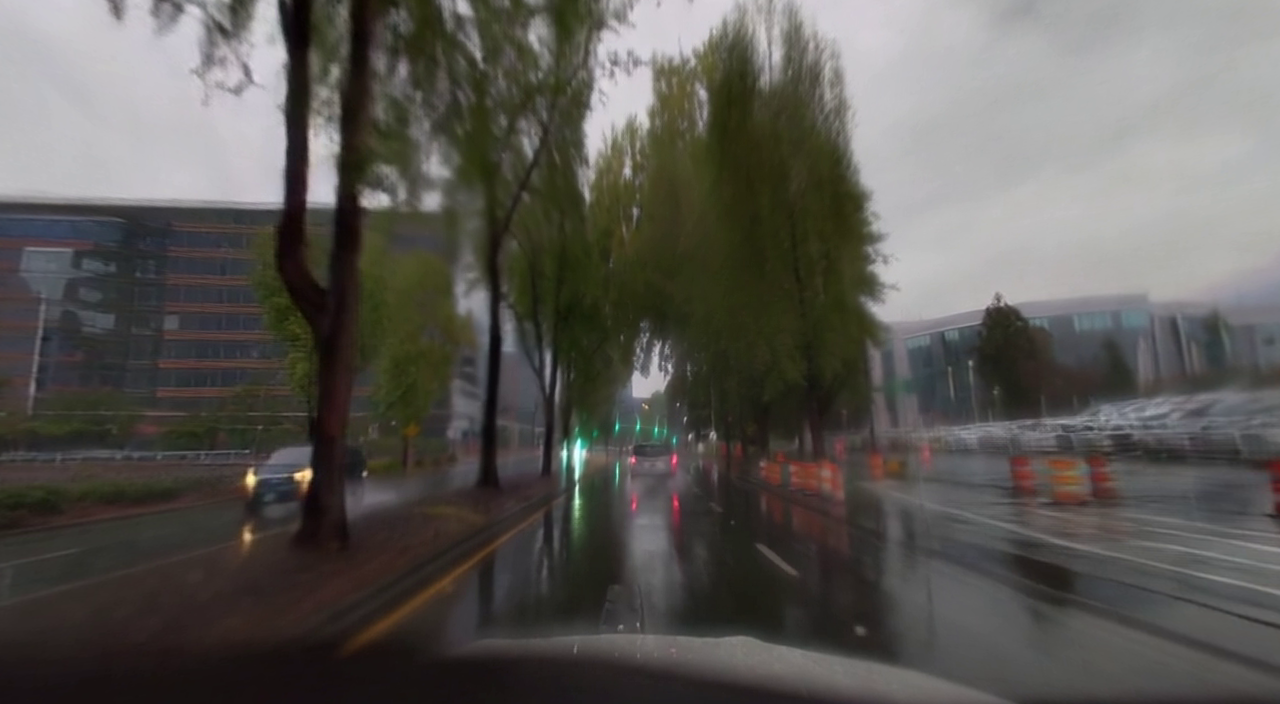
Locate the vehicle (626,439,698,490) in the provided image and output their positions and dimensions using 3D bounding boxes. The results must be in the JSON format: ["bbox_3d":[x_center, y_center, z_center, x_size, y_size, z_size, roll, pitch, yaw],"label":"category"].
[{"bbox_3d":[0.715,3.684,20.995,2.114,1.493,4.430,0,-9,2],"label":"vehicle"}]

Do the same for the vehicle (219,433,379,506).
[{"bbox_3d":[-11.144,3.867,21.302,2.349,2.106,5.464,0,-9,0],"label":"vehicle"}]
